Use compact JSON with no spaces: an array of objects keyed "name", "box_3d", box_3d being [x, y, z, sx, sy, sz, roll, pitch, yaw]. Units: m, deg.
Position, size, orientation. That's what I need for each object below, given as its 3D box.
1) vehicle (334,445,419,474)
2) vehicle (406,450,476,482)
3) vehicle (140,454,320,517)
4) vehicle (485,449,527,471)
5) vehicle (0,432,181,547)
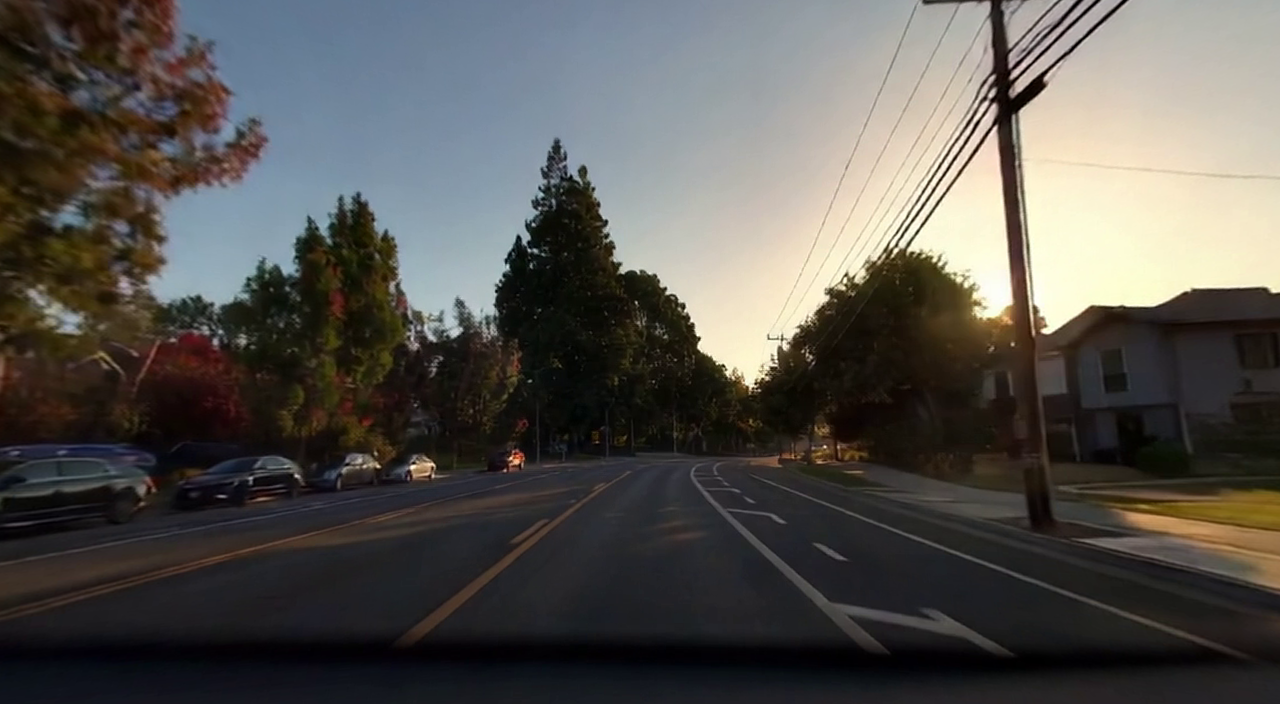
[{"name":"vehicle","box_3d":[-16.452,6.691,39.434,4.411,1.737,1.950,1,-8,-4]},{"name":"vehicle","box_3d":[-10.738,6.160,34.340,1.945,1.514,4.635,0,-8,5]},{"name":"vehicle","box_3d":[-11.559,3.741,18.246,1.908,1.491,4.627,0,-8,4]},{"name":"vehicle","box_3d":[-9.691,7.856,45.832,1.900,1.471,4.462,0,-8,3]},{"name":"vehicle","box_3d":[-11.870,2.588,12.008,2.114,1.925,5.449,-3,-9,0]}]
